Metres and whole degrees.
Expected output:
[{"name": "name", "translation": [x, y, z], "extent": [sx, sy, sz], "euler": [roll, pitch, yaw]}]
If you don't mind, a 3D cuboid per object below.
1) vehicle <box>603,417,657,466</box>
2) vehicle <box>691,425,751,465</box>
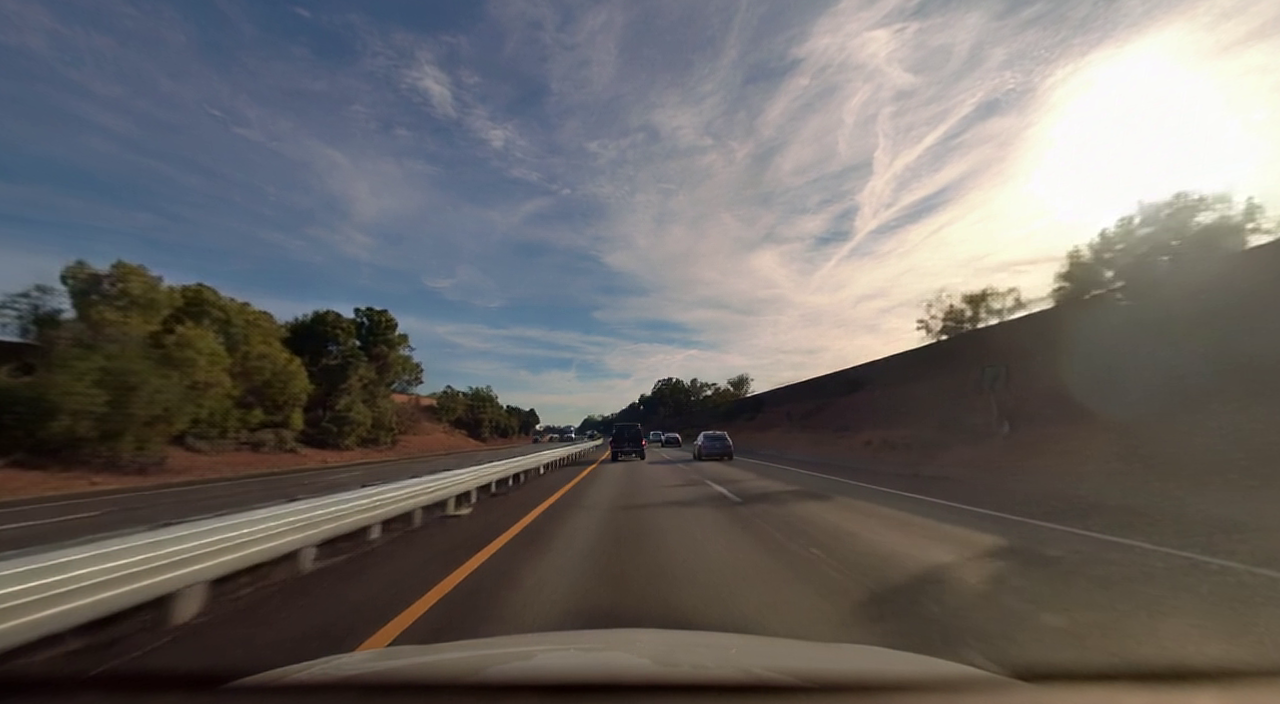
[{"name": "vehicle", "translation": [-0.472, 4.073, 28.901], "extent": [2.270, 2.044, 4.633], "euler": [0, -8, -2]}, {"name": "vehicle", "translation": [3.446, 4.071, 27.604], "extent": [1.981, 1.606, 3.956], "euler": [0, -8, -2]}]
